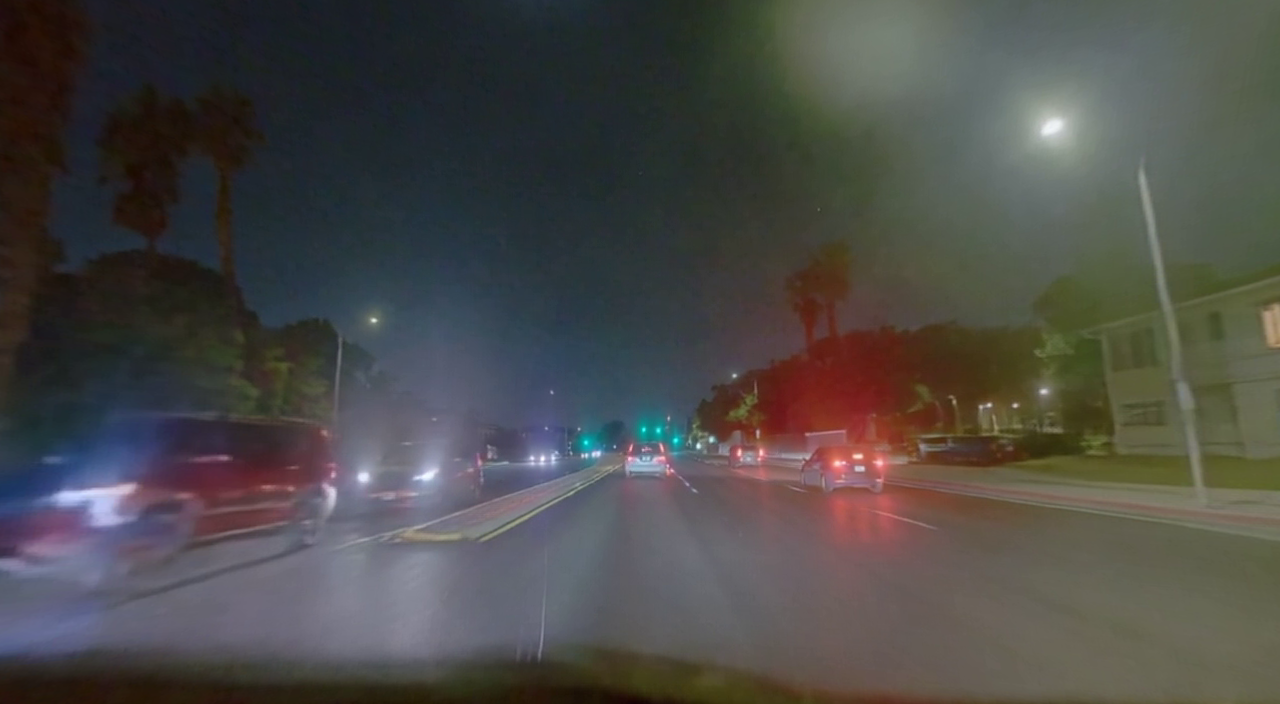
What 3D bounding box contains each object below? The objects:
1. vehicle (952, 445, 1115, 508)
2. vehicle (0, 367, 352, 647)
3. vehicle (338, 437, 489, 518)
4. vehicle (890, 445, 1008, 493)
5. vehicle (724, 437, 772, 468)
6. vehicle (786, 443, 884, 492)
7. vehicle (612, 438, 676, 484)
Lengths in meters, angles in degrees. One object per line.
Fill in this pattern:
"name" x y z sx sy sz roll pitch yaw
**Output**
"vehicle" 10.992 3.475 18.093 1.854 1.477 4.525 2 -9 1
"vehicle" -5.328 1.425 6.810 2.193 1.967 4.600 0 -9 0
"vehicle" -5.292 2.965 15.477 2.033 1.658 4.472 -1 -9 0
"vehicle" 11.134 4.227 23.170 1.978 1.551 4.560 0 -9 0
"vehicle" 7.640 7.194 45.267 2.436 2.010 5.595 0 -9 0
"vehicle" 6.431 3.829 21.337 1.897 1.477 4.360 0 -9 0
"vehicle" 0.107 4.268 24.961 2.289 1.679 4.180 0 -9 -1
